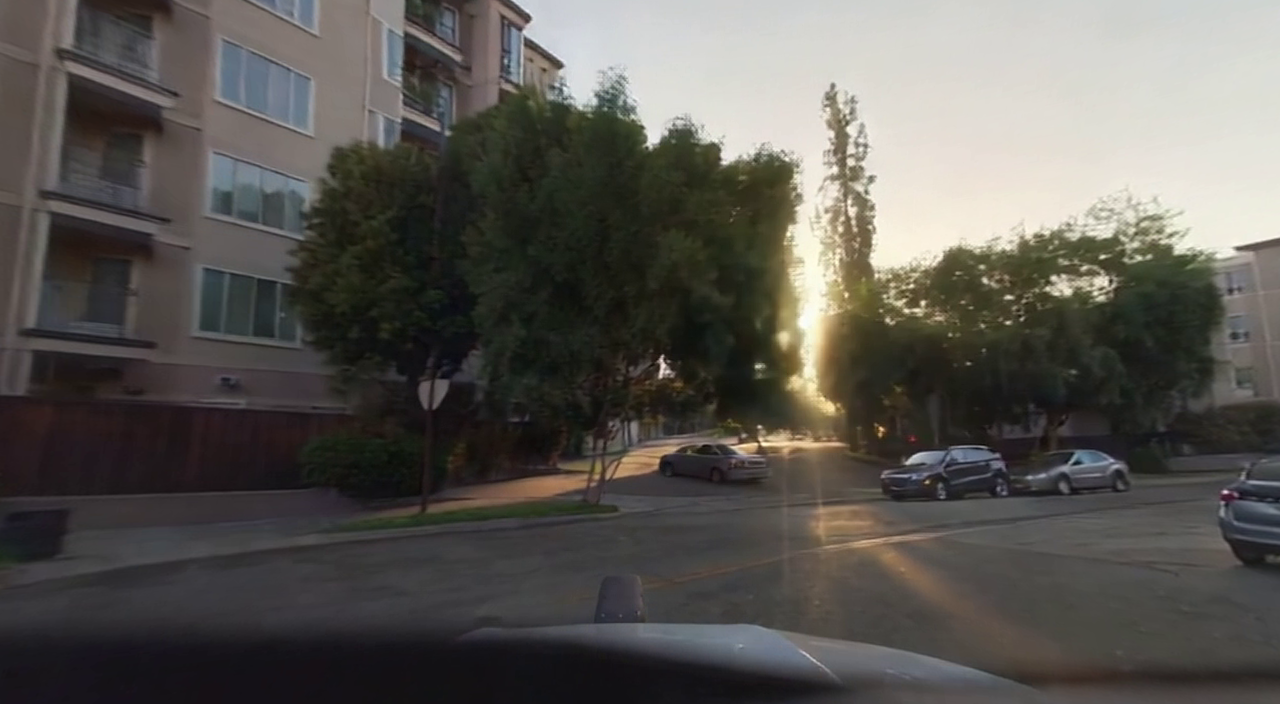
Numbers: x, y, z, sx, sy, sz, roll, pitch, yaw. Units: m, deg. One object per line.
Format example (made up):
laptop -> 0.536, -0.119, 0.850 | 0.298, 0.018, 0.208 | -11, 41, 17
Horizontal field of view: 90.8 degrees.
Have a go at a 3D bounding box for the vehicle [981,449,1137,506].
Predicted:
vehicle -> 13.037, 3.807, 19.607 | 4.696, 1.478, 1.902 | 3, -10, -28

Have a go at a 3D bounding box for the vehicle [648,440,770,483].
vehicle -> 2.698, 4.108, 24.063 | 4.714, 1.458, 1.812 | 7, -11, -40

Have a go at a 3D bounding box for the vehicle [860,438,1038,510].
vehicle -> 8.530, 3.277, 17.403 | 4.584, 1.744, 1.946 | 4, -10, -27
